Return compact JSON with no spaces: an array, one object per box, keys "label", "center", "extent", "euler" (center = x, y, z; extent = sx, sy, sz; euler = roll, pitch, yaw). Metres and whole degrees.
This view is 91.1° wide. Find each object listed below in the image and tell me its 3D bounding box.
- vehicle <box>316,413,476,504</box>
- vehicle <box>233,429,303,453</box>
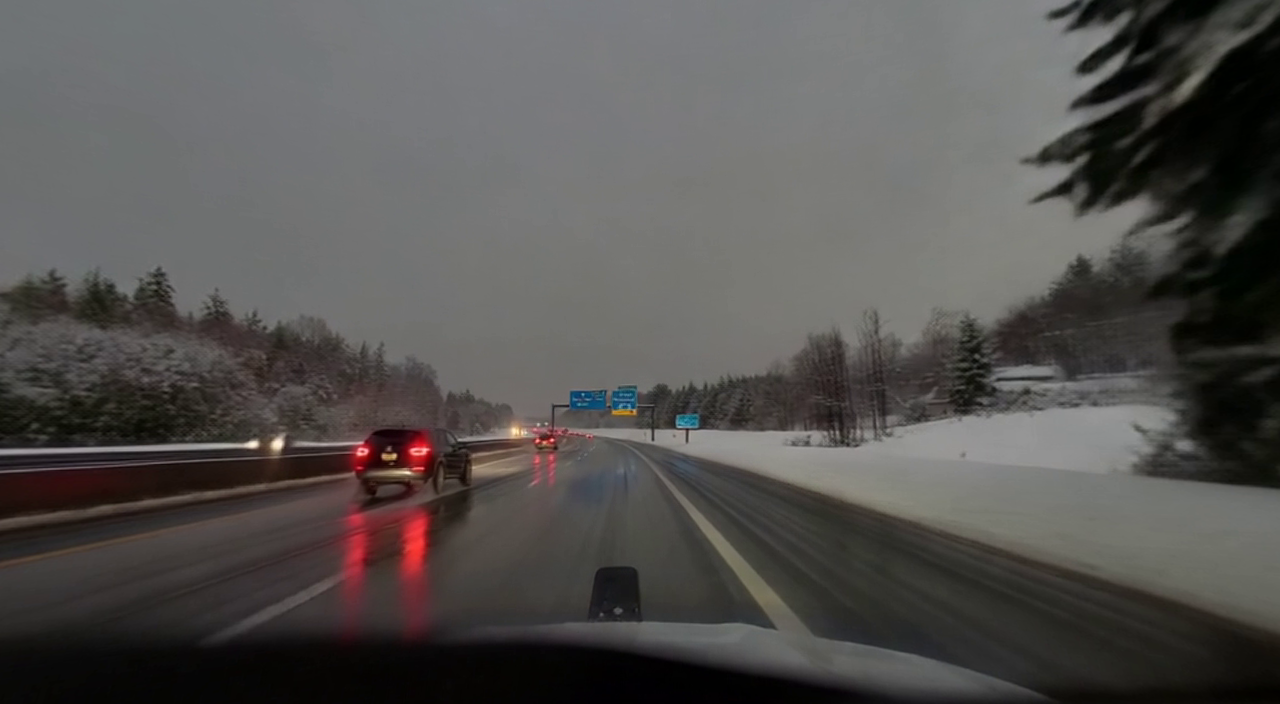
[{"label":"vehicle","center":[-5.228,2.319,14.172],"extent":[2.007,1.727,4.040],"euler":[0,-8,-1]},{"label":"vehicle","center":[-26.129,6.277,44.350],"extent":[1.860,1.550,5.136],"euler":[0,-8,-1]}]
